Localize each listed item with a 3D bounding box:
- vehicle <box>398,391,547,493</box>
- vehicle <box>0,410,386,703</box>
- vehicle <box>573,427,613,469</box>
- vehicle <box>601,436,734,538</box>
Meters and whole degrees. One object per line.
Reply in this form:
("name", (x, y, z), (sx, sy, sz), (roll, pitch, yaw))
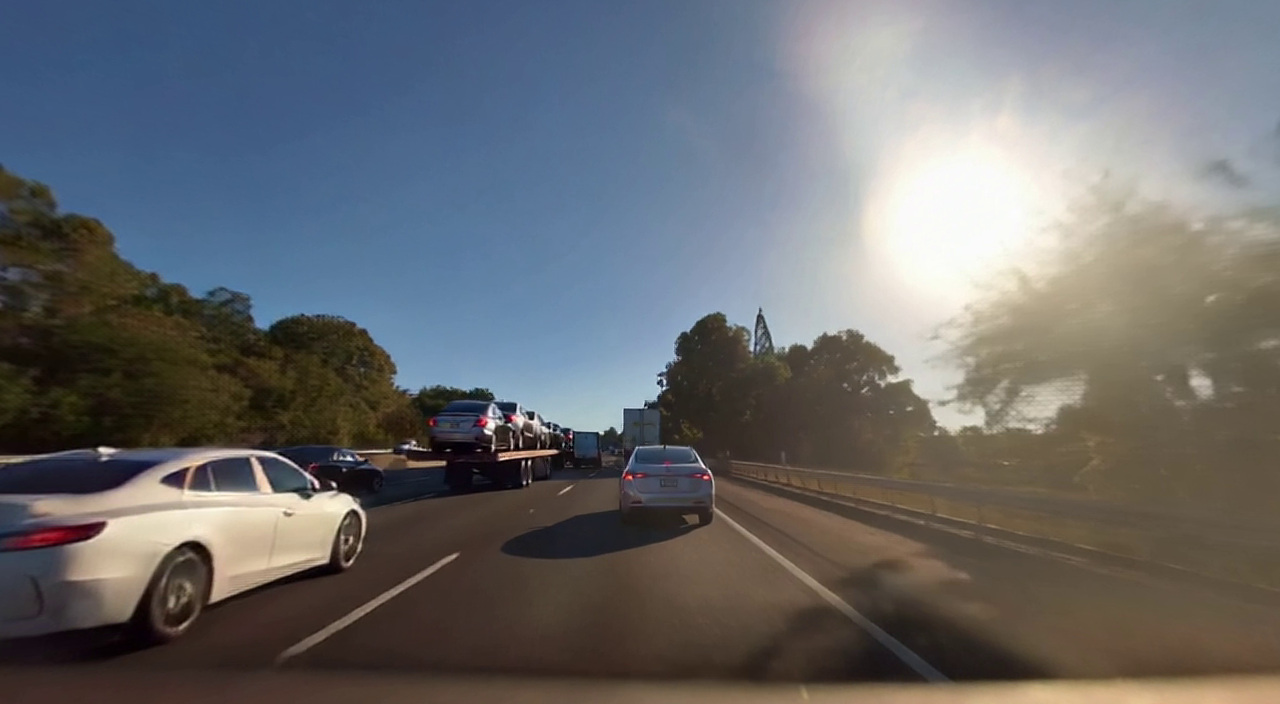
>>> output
("vehicle", (-2.937, 1.726, 12.060), (2.031, 1.594, 4.103), (1, -9, -5))
("vehicle", (-3.663, 1.229, 4.210), (1.947, 1.470, 4.526), (0, -9, 2))
("vehicle", (-3.251, 6.870, 44.997), (2.289, 2.710, 6.726), (0, -9, 0))
("vehicle", (0.391, 2.286, 11.212), (1.991, 1.507, 3.391), (0, -9, 0))
